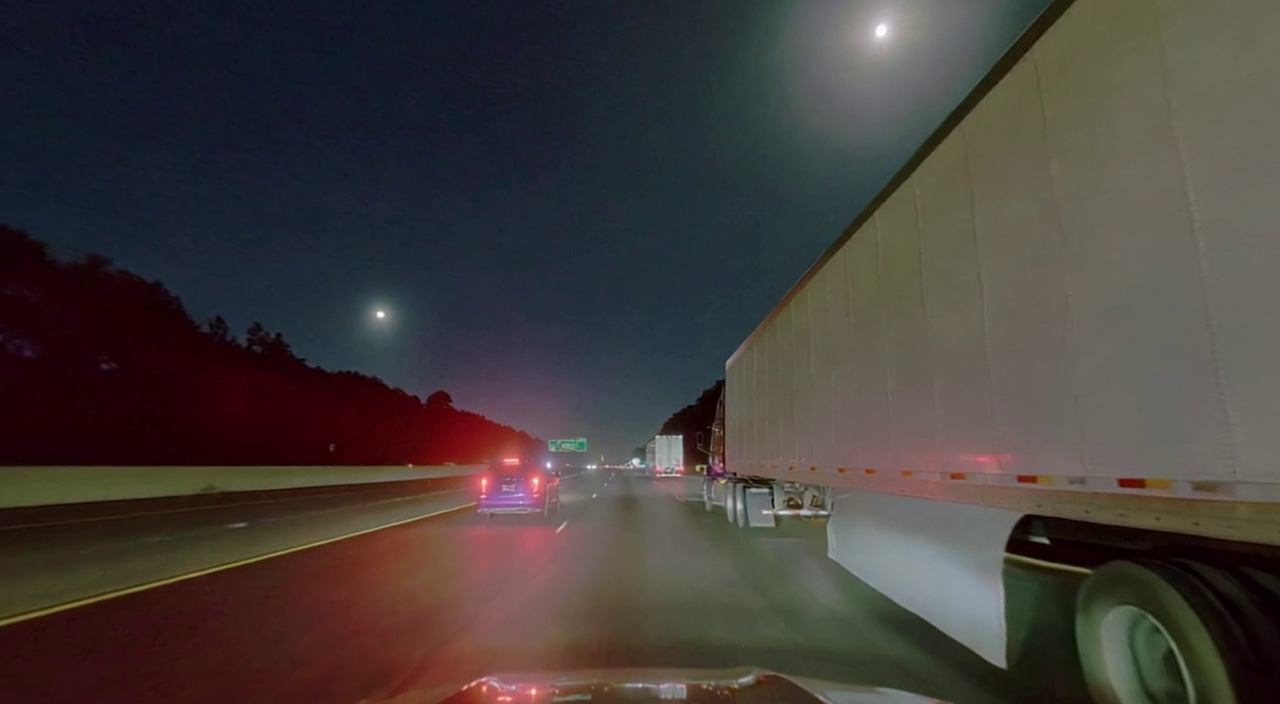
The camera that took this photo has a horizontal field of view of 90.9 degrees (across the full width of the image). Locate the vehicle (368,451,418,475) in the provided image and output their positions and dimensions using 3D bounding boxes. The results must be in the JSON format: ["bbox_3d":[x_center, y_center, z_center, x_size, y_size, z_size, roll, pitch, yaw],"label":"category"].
[{"bbox_3d":[-16.621,7.537,42.635,1.797,1.497,3.967,1,-10,-1],"label":"vehicle"}]

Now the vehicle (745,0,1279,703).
[{"bbox_3d":[3.818,0.598,6.798,2.856,4.040,14.009,1,-10,-1],"label":"vehicle"}]

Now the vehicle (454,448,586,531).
[{"bbox_3d":[-2.603,3.183,15.021,2.010,1.580,4.949,0,-10,2],"label":"vehicle"}]
